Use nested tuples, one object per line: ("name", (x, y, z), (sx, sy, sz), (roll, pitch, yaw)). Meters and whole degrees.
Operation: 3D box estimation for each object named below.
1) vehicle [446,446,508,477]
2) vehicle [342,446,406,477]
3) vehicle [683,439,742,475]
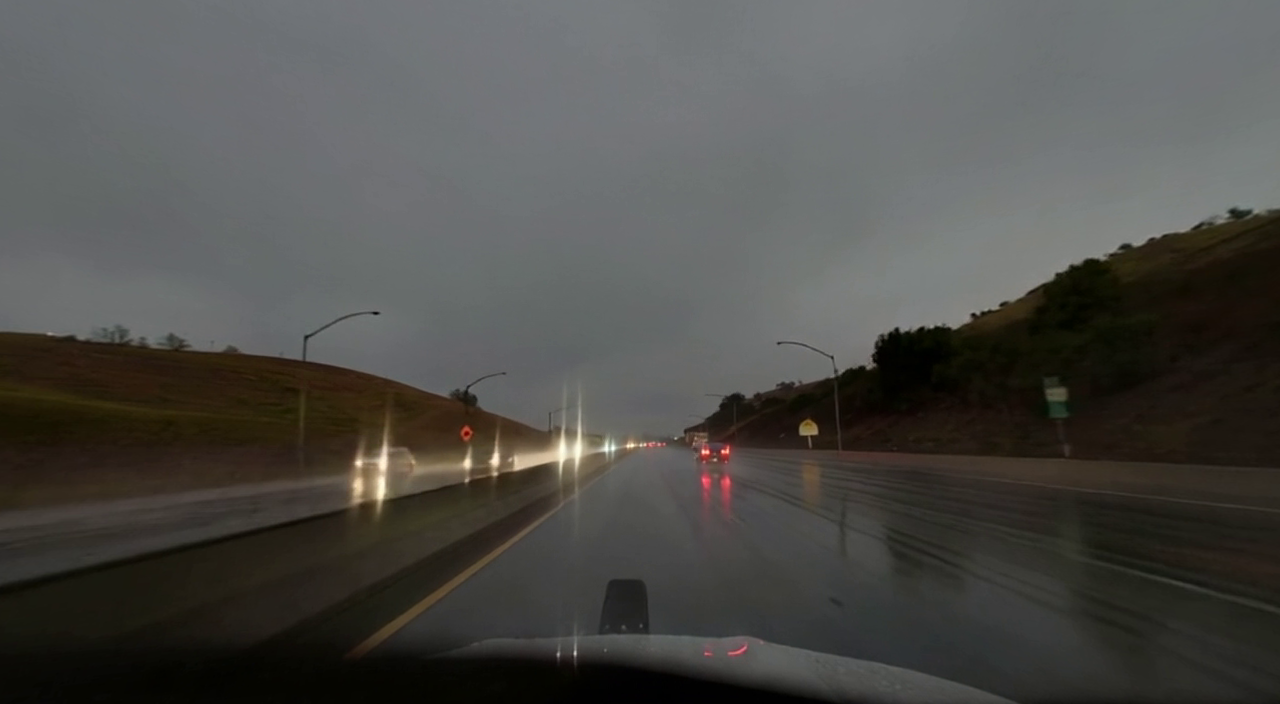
("vehicle", (-8.692, 5.854, 34.066), (2.068, 1.494, 4.604), (0, -8, 1))
("vehicle", (-15.628, 6.434, 37.298), (1.972, 1.685, 4.032), (0, -8, 1))
("vehicle", (3.086, 4.587, 27.767), (2.044, 1.444, 4.216), (0, -8, 0))
